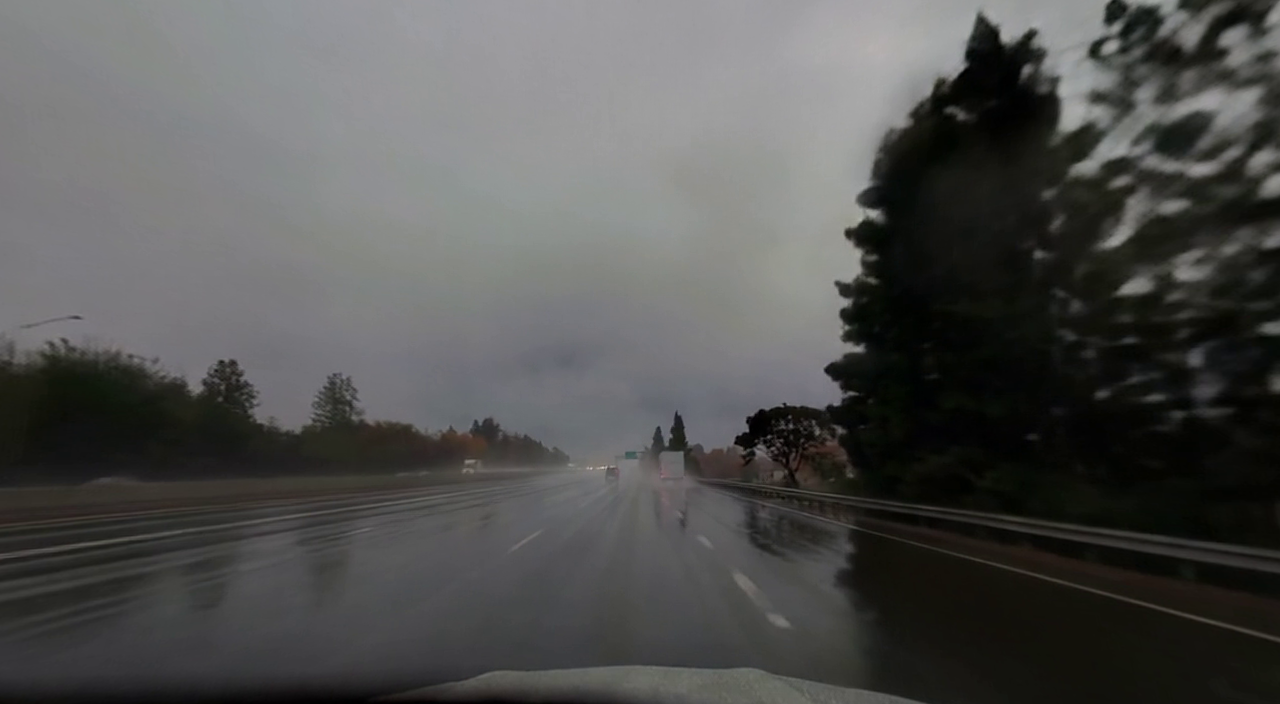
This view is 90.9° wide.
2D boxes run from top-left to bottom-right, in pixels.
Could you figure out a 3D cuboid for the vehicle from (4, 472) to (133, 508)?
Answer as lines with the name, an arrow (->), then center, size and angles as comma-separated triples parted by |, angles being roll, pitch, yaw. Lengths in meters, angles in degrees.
vehicle -> -26.667, 6.434, 29.665 | 1.857, 1.530, 4.453 | 1, -10, 0
